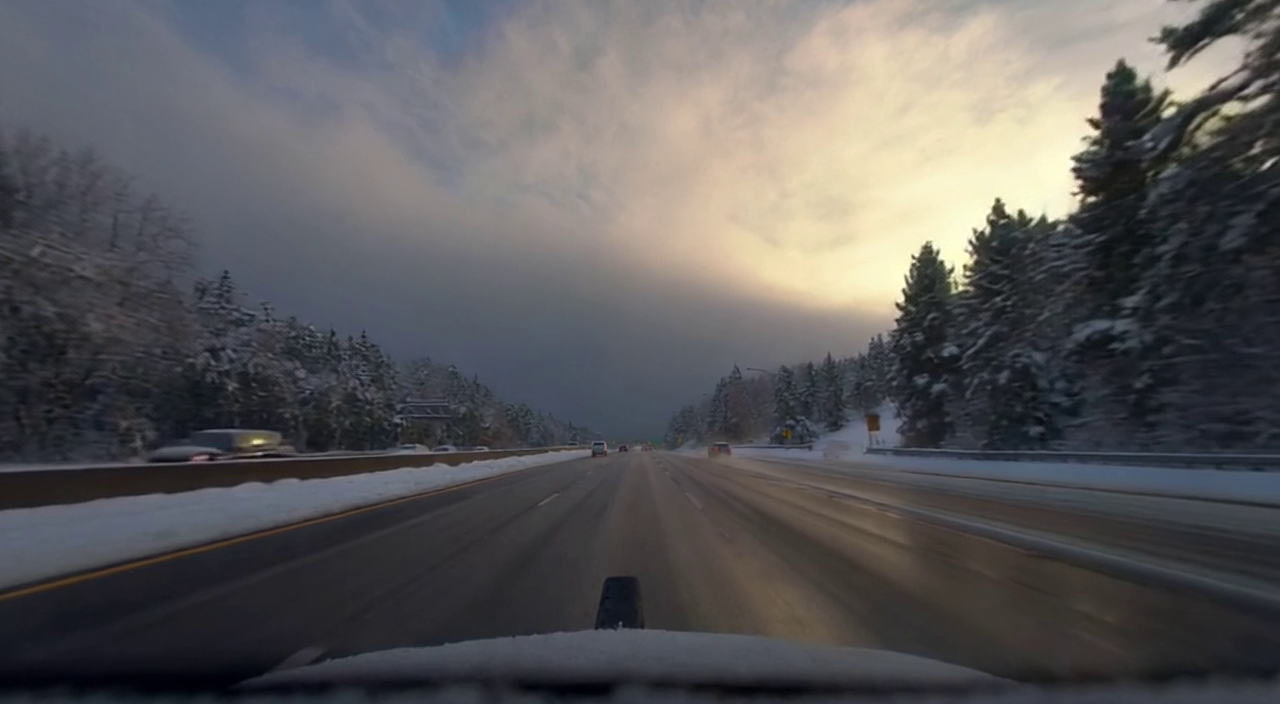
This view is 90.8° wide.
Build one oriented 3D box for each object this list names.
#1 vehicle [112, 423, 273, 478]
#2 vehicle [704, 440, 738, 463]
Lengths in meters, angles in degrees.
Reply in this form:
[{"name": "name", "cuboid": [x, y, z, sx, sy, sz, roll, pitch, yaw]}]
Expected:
[{"name": "vehicle", "cuboid": [-14.769, 3.303, 21.256, 2.004, 1.621, 4.599, 0, -9, 0]}, {"name": "vehicle", "cuboid": [6.252, 7.767, 49.227, 2.081, 1.705, 3.926, 0, -9, -1]}]
